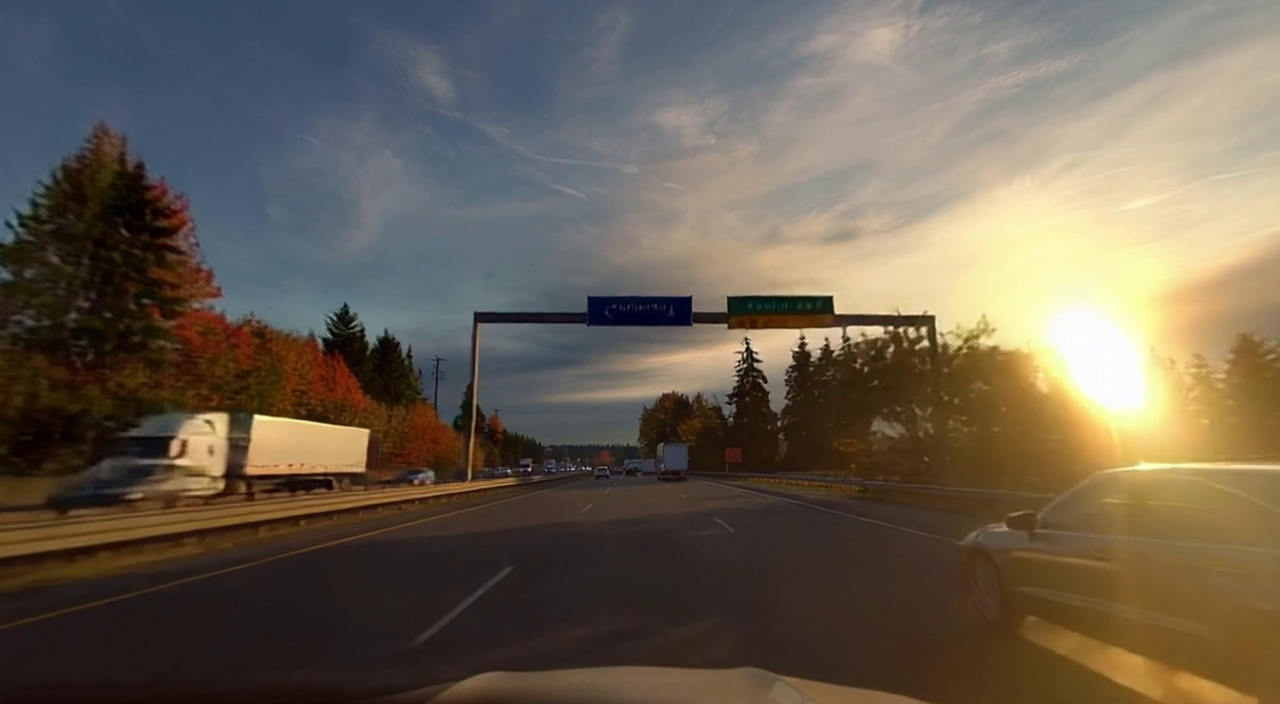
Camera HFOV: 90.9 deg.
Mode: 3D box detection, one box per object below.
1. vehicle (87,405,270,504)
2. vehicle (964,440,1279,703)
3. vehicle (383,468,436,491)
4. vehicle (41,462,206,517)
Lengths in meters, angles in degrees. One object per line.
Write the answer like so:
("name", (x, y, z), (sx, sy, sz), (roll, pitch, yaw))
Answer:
("vehicle", (-19.703, 4.511, 27.556), (3.108, 3.777, 6.082), (1, -10, 0))
("vehicle", (4.045, 1.270, 3.498), (2.051, 1.472, 4.547), (1, -10, 0))
("vehicle", (-15.783, 8.717, 43.415), (1.901, 1.453, 4.530), (1, -10, 0))
("vehicle", (-15.254, 4.057, 18.901), (1.746, 1.462, 3.698), (1, -10, 0))
